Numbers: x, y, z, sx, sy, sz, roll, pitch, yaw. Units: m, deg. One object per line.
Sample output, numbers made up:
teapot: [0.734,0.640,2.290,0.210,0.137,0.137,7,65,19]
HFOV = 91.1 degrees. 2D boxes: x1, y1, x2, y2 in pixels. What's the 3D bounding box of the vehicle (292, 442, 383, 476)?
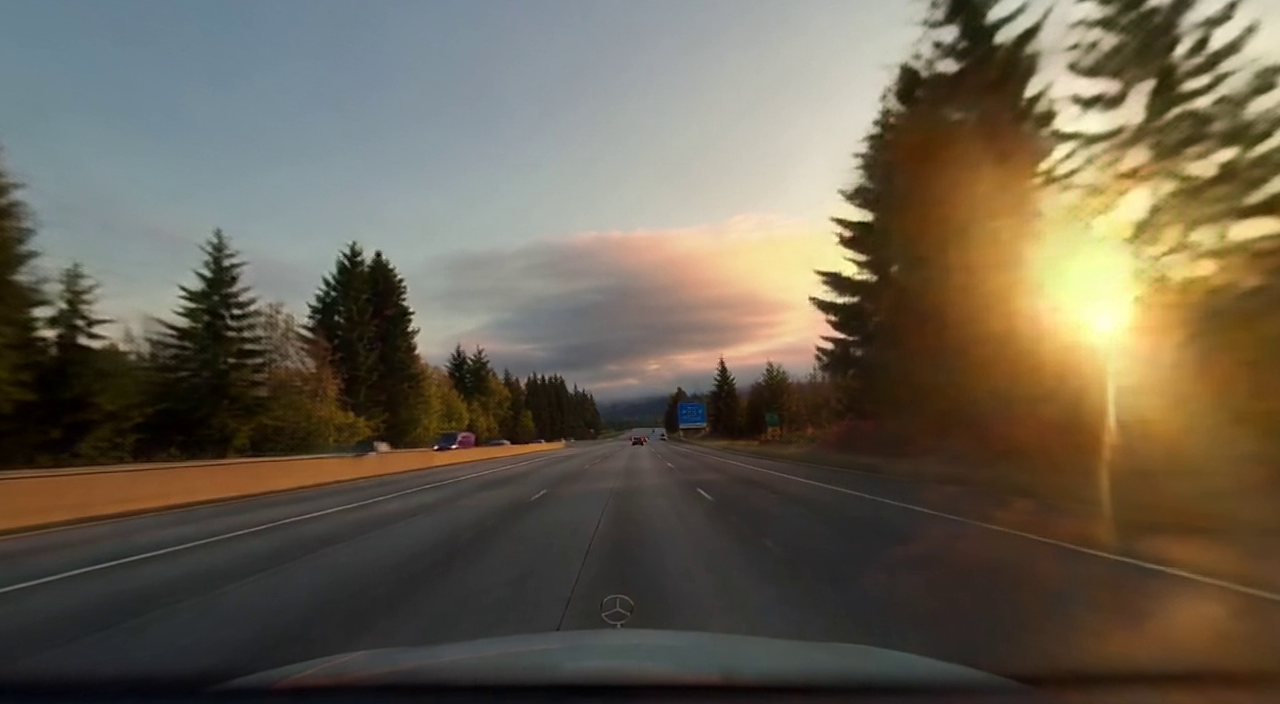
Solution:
vehicle: [-14.066,4.976,29.569,1.907,1.420,4.666,0,-8,0]
